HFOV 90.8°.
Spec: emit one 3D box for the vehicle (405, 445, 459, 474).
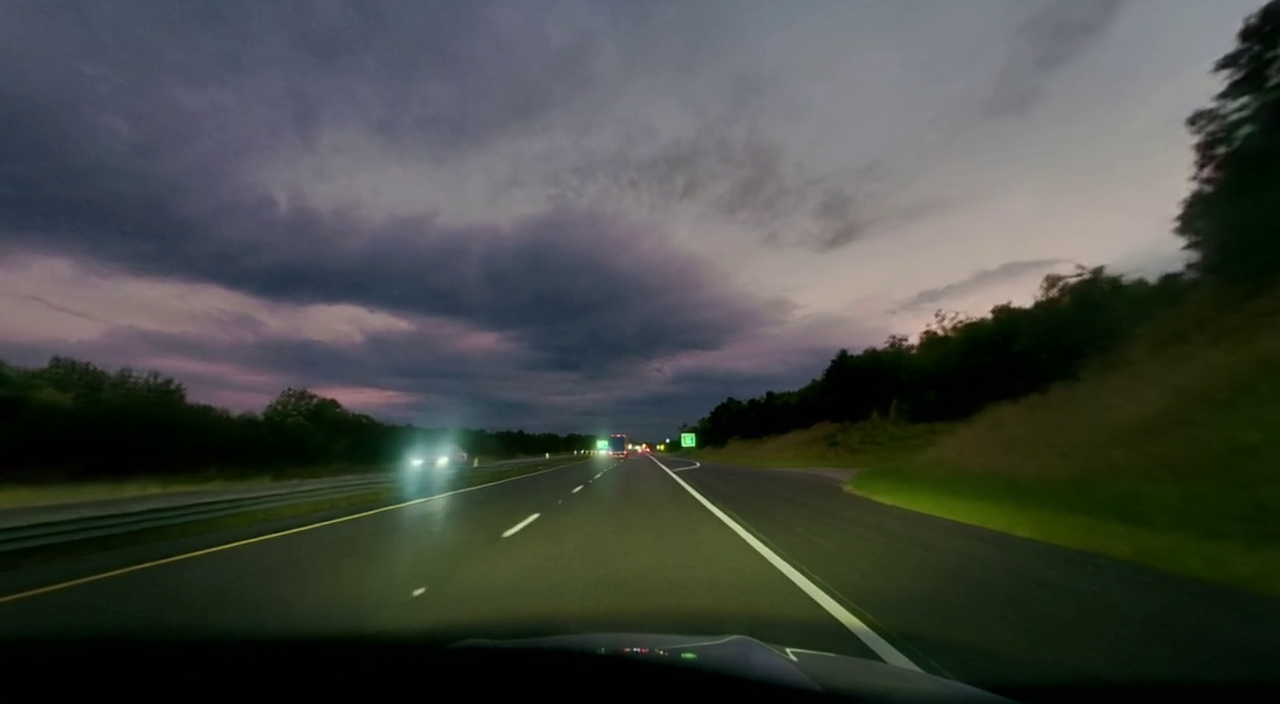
[{"bbox_3d":[-12.121,6.295,37.032,1.975,1.575,3.441,0,-9,0],"label":"vehicle"}]
